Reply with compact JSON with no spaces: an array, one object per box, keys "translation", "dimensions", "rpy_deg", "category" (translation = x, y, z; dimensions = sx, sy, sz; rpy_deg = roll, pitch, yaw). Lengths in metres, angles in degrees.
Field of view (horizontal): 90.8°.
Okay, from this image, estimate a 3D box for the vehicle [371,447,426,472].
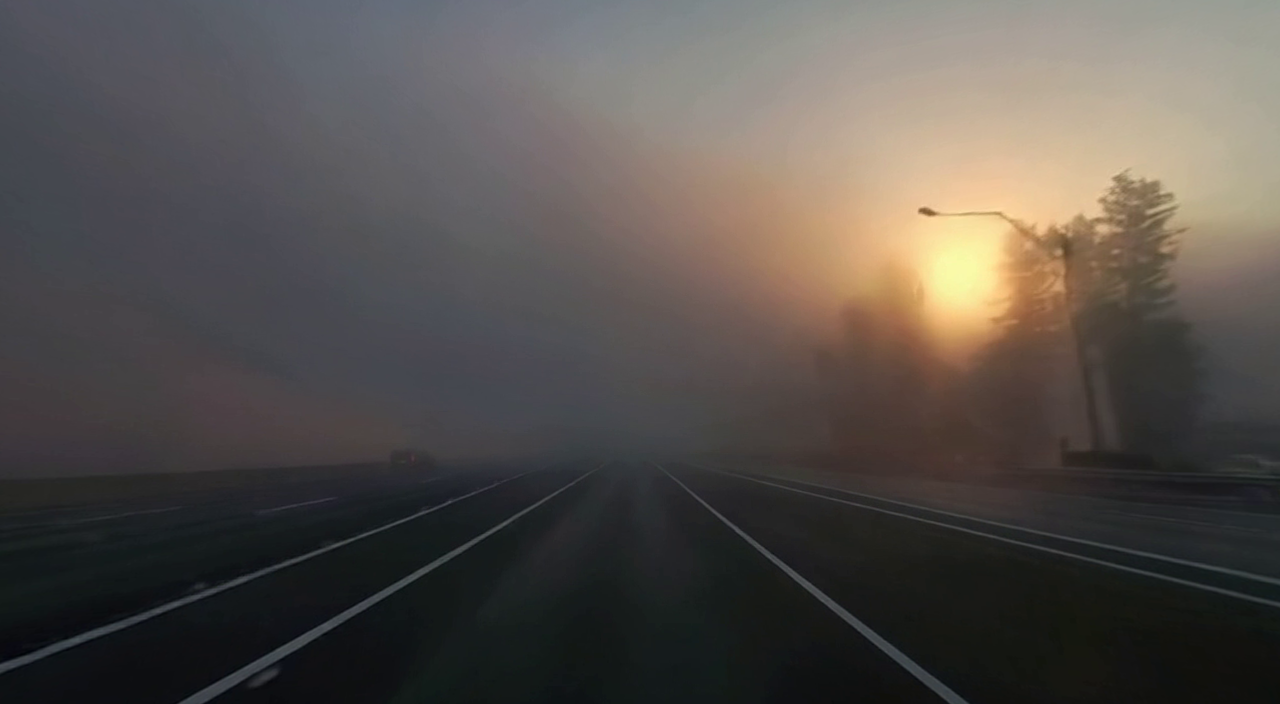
[{"translation":[-16.862,7.500,44.396],"dimensions":[2.126,1.671,5.173],"rpy_deg":[0,-9,-4],"category":"vehicle"}]
